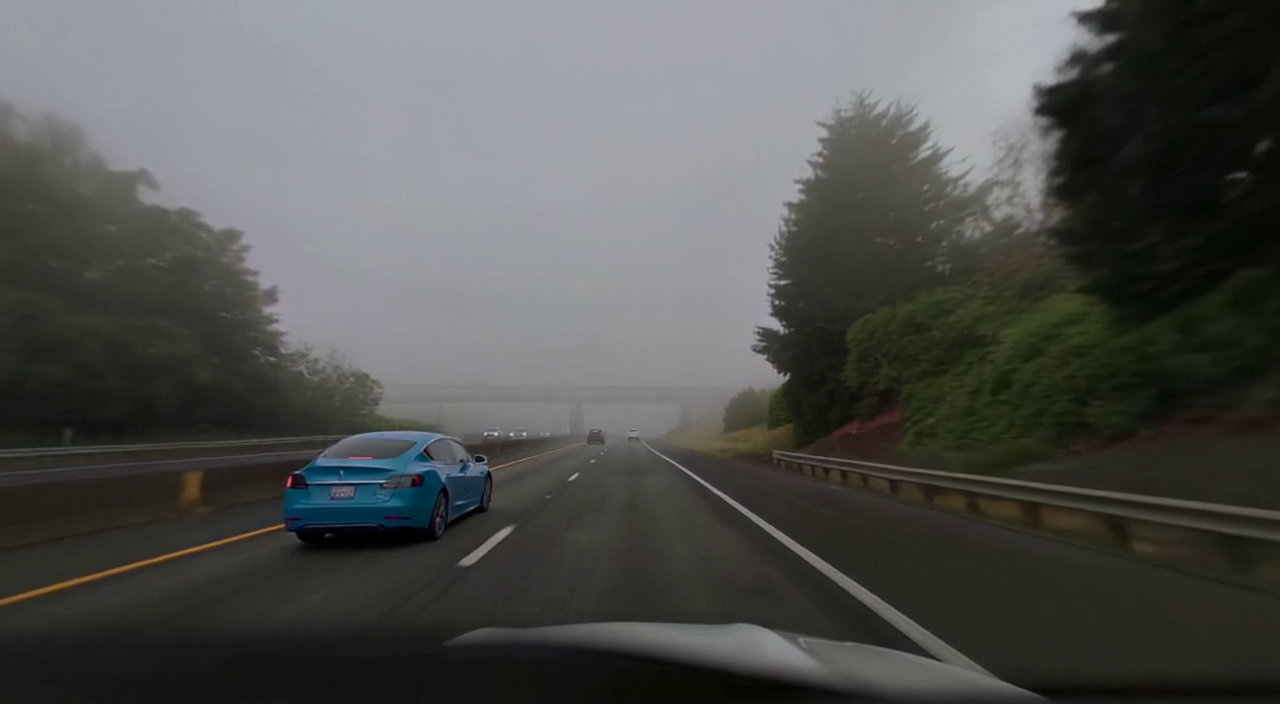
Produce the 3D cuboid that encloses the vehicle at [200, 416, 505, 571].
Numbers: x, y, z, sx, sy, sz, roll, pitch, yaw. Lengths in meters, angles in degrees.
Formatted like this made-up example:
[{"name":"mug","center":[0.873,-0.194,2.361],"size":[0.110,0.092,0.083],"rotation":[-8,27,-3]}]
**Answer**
[{"name":"vehicle","center":[-3.412,1.747,8.733],"size":[2.108,1.555,4.574],"rotation":[0,-8,-1]}]
